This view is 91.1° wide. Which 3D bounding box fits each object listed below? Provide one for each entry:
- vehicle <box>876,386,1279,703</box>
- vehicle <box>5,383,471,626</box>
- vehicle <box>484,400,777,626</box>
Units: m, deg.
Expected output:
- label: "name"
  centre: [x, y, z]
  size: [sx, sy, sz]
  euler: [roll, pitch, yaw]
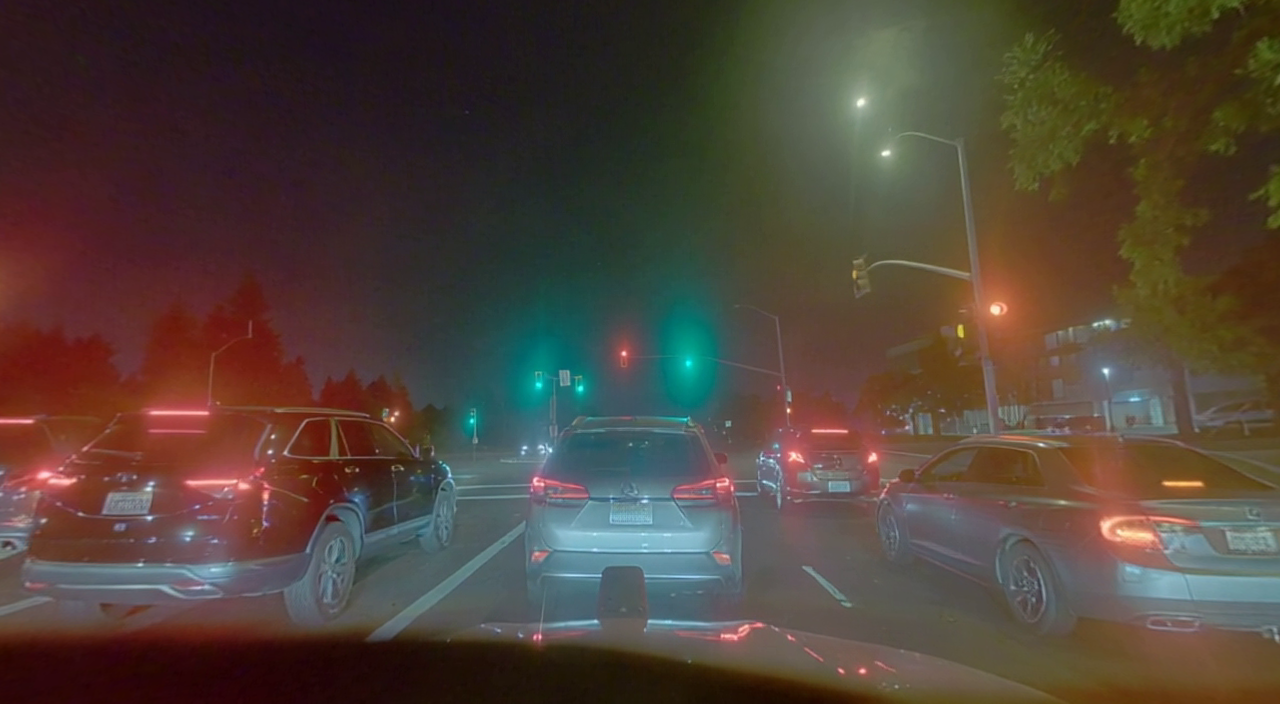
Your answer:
- label: "vehicle"
  centre: [3.580, 1.199, 4.602]
  size: [2.010, 1.486, 4.498]
  euler: [0, -8, 1]
- label: "vehicle"
  centre: [-3.557, 1.425, 6.842]
  size: [2.014, 1.755, 4.360]
  euler: [0, -8, 3]
- label: "vehicle"
  centre: [-0.049, 1.399, 6.301]
  size: [2.047, 1.579, 3.642]
  euler: [0, -8, 1]
